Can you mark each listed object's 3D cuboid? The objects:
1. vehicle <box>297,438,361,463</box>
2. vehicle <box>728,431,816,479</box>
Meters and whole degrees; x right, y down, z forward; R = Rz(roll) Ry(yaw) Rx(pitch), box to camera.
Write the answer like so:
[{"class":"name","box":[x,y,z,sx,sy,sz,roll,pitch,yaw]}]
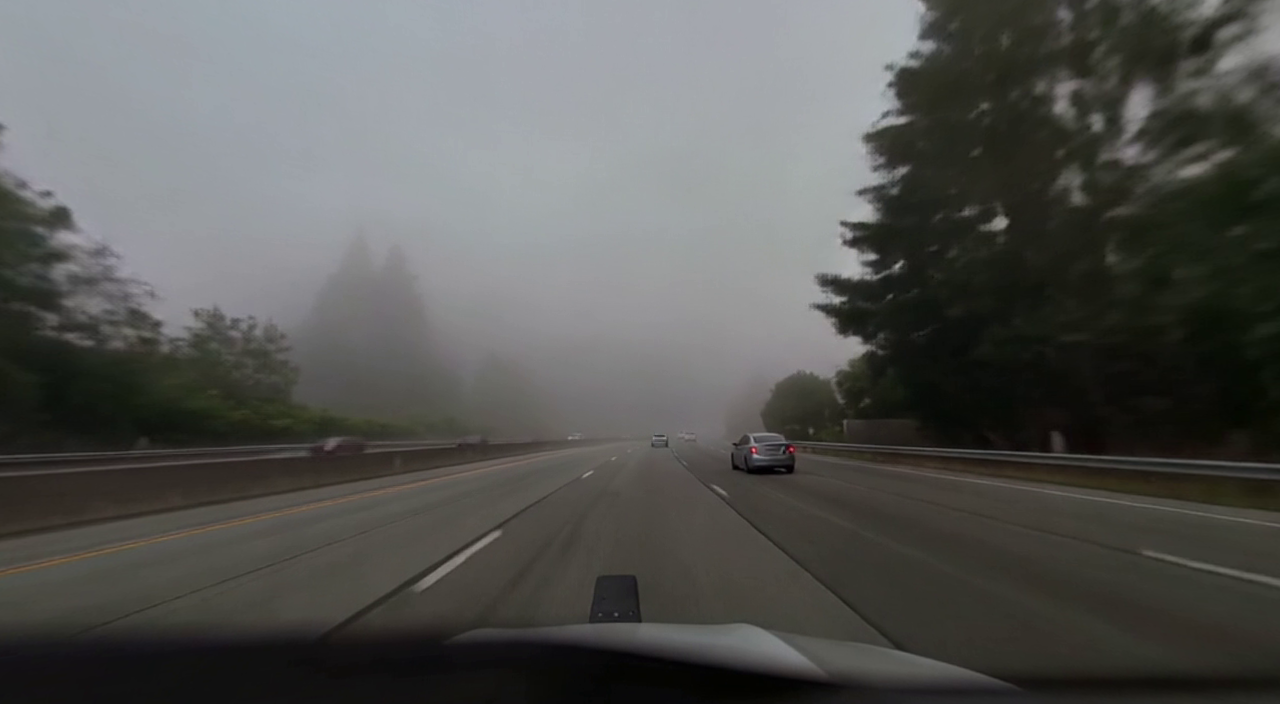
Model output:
[{"class":"vehicle","box":[-19.631,6.192,39.850,1.882,1.495,4.059,0,-8,2]},{"class":"vehicle","box":[4.312,3.430,21.308,1.982,1.452,4.294,0,-8,-1]}]
